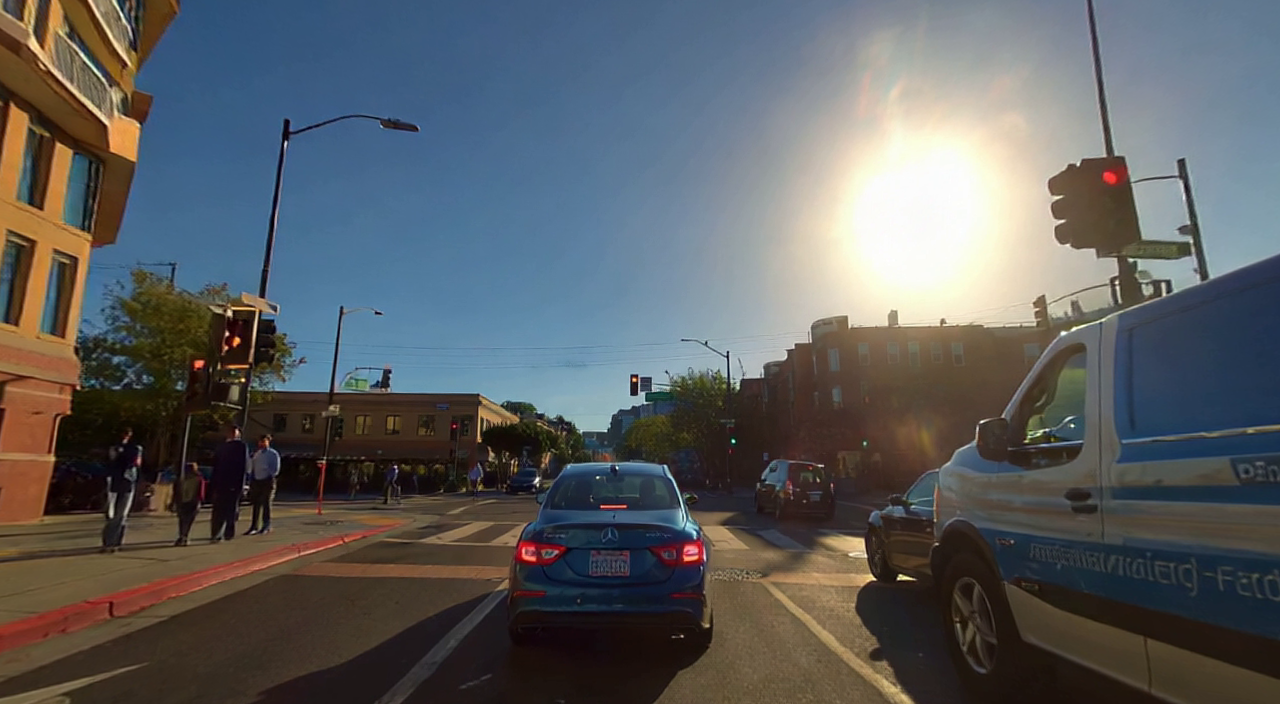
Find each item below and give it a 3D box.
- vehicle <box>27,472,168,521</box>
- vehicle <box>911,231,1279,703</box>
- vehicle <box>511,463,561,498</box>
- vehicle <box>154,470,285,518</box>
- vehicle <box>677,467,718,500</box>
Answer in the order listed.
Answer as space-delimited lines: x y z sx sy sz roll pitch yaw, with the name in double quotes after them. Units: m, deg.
-25.463 6.771 29.714 4.588 2.048 2.110 0 -9 1 "vehicle"
3.213 0.541 1.236 2.632 1.979 6.096 0 -9 0 "vehicle"
-6.347 7.872 39.013 2.226 1.896 4.438 -1 -9 1 "vehicle"
-19.774 6.662 29.754 4.750 2.083 2.002 -1 -9 3 "vehicle"
3.482 8.039 38.856 1.908 1.741 4.066 0 -9 -3 "vehicle"
